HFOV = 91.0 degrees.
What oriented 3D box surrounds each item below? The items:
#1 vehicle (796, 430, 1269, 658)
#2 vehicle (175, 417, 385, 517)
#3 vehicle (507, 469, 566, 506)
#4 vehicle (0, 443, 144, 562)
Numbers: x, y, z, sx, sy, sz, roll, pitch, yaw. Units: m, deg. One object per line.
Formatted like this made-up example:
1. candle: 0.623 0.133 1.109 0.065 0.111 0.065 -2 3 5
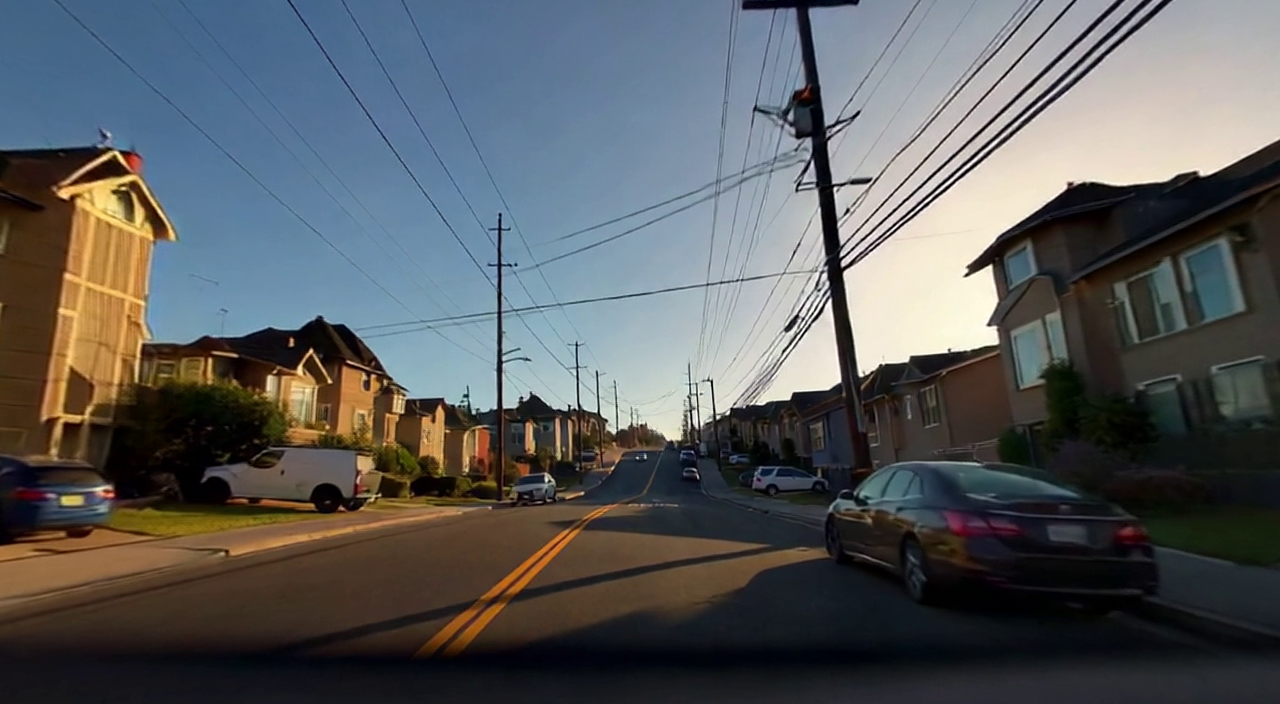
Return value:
1. vehicle: 3.190 1.692 6.468 1.945 1.500 4.363 0 -11 -1
2. vehicle: -12.115 4.019 21.615 5.503 2.906 2.584 -3 -15 1
3. vehicle: -5.477 7.281 33.909 2.156 1.764 4.410 -3 -12 4
4. vehicle: -11.415 2.585 11.518 4.526 1.806 2.043 -5 -9 31
